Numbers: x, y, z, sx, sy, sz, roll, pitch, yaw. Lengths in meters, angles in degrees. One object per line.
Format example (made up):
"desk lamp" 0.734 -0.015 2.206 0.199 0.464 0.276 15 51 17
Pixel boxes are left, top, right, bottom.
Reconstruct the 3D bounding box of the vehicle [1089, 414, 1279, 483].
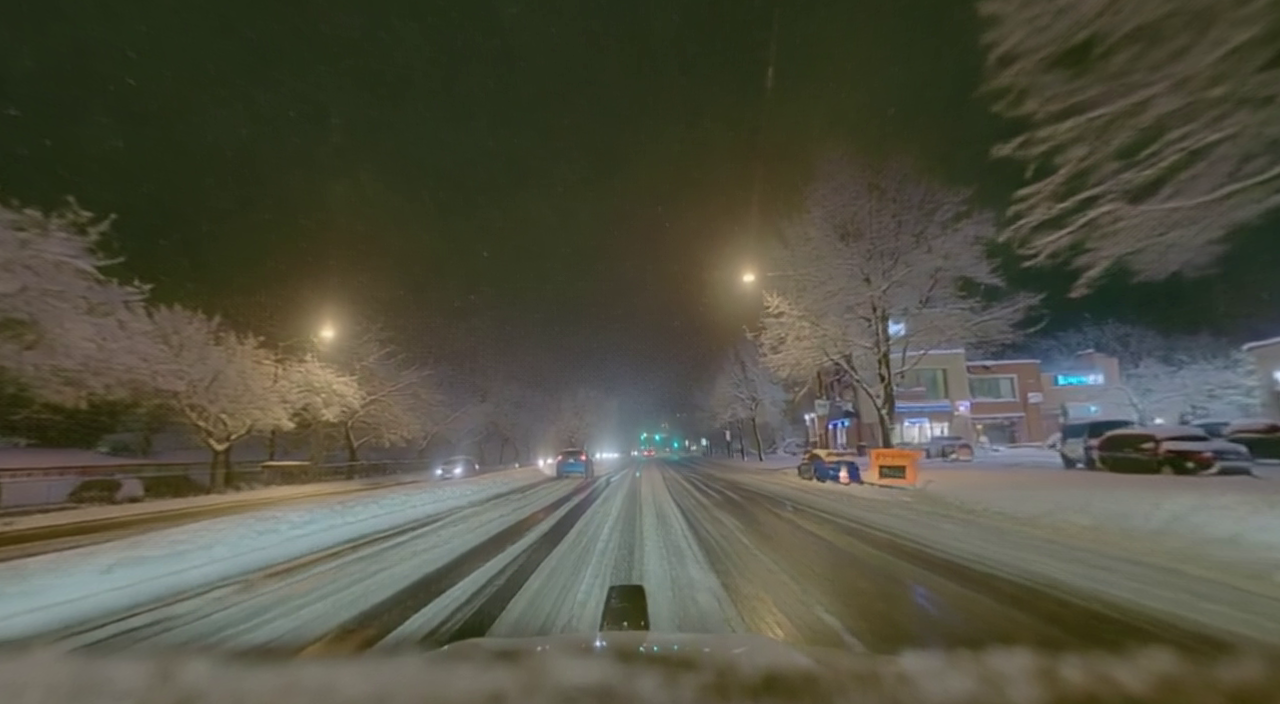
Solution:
"vehicle" 16.009 2.867 18.752 1.984 1.774 4.406 0 -9 -1

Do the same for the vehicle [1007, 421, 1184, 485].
"vehicle" 13.449 3.046 19.069 1.916 1.683 4.516 0 -9 0

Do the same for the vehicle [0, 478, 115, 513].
"vehicle" -30.113 7.334 32.375 4.640 1.477 1.892 6 -12 -37

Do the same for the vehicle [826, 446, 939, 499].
"vehicle" 7.364 3.655 19.644 1.799 1.399 4.317 -1 -8 0

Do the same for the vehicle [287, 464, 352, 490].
"vehicle" -21.963 8.598 43.459 1.955 1.447 4.911 -3 -9 0

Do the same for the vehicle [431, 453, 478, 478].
"vehicle" -12.018 7.325 41.020 1.797 1.510 3.919 -1 -9 1

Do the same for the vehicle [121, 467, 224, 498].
"vehicle" -29.648 8.209 40.029 4.947 1.683 1.968 8 -12 -42

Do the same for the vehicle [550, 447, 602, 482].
"vehicle" -2.812 5.075 28.633 1.926 1.442 4.231 0 -9 0
